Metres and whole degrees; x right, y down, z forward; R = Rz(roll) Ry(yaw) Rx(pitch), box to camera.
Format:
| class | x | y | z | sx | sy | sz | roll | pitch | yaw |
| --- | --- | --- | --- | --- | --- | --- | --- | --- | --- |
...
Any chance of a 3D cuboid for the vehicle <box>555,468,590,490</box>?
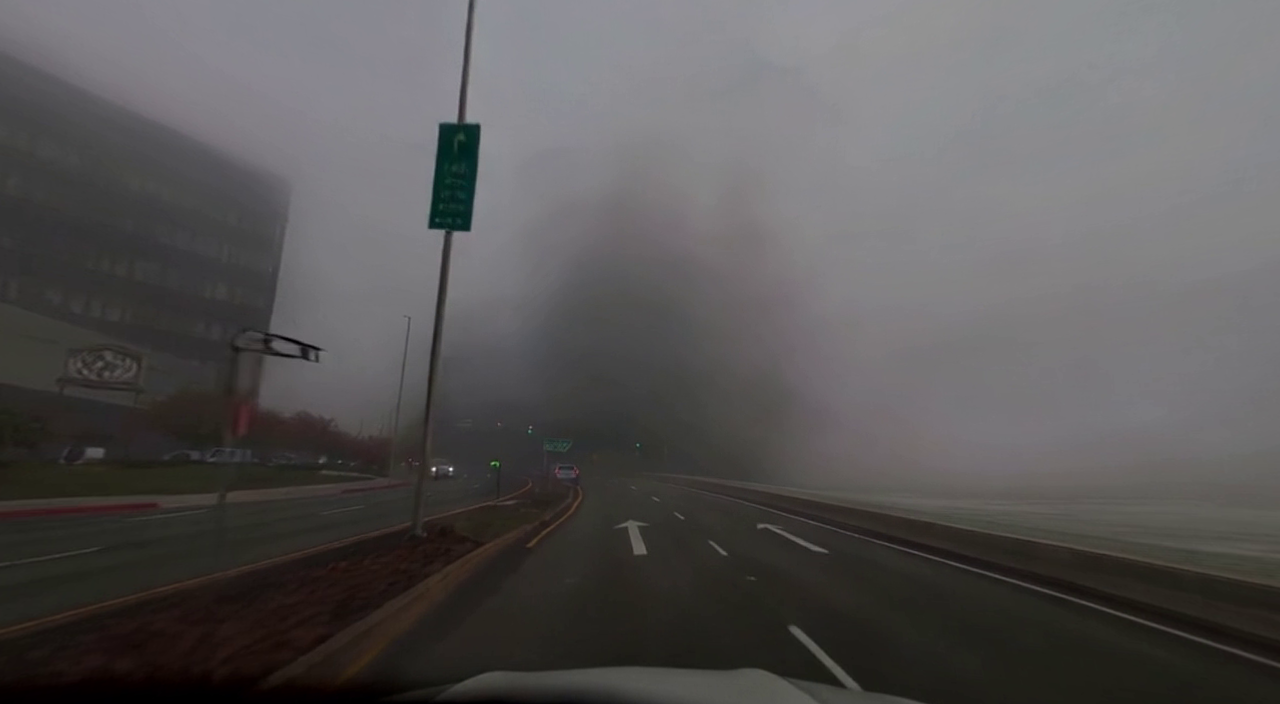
| class | x | y | z | sx | sy | sz | roll | pitch | yaw |
| --- | --- | --- | --- | --- | --- | --- | --- | --- | --- |
| vehicle | -3.960 | 7.338 | 36.386 | 1.775 | 1.186 | 2.933 | 3 | -11 | -10 |
